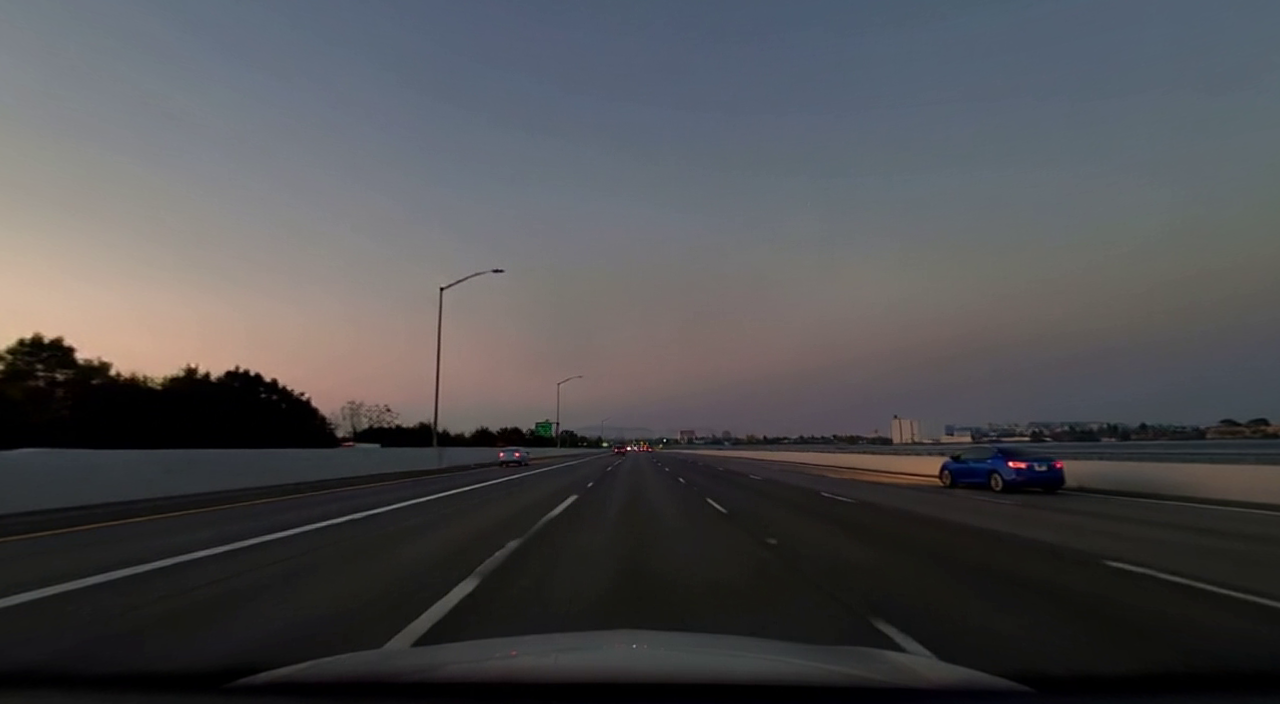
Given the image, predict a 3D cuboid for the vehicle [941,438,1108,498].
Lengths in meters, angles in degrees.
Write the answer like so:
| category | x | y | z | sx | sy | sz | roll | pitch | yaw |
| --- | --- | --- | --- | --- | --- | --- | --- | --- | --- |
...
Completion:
| category | x | y | z | sx | sy | sz | roll | pitch | yaw |
| --- | --- | --- | --- | --- | --- | --- | --- | --- | --- |
| vehicle | 10.926 | 3.318 | 18.462 | 1.985 | 1.493 | 4.486 | 0 | -9 | -1 |
